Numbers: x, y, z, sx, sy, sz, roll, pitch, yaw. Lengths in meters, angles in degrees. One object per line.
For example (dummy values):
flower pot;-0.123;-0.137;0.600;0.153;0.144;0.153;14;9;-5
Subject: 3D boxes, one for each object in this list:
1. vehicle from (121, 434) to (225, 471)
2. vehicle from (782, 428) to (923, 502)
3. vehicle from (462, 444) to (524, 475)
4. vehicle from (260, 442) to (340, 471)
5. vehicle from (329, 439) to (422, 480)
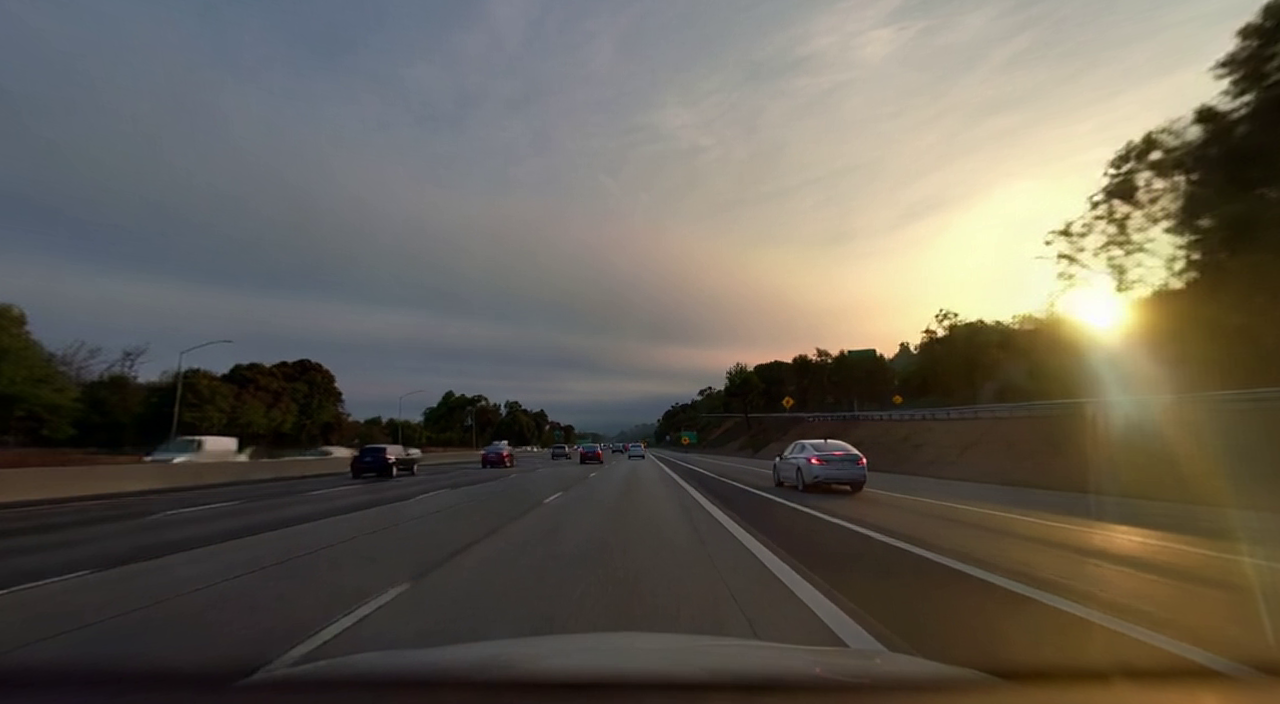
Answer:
vehicle;-25.169;5.446;34.223;2.038;1.812;4.691;0;-9;0
vehicle;5.805;3.173;18.058;2.259;1.816;4.862;0;-9;-1
vehicle;-7.515;5.552;32.718;2.071;1.486;4.703;0;-9;1
vehicle;-21.291;6.573;39.727;2.030;1.647;5.293;0;-9;1
vehicle;-11.440;4.675;27.636;2.107;1.628;4.446;0;-9;1
